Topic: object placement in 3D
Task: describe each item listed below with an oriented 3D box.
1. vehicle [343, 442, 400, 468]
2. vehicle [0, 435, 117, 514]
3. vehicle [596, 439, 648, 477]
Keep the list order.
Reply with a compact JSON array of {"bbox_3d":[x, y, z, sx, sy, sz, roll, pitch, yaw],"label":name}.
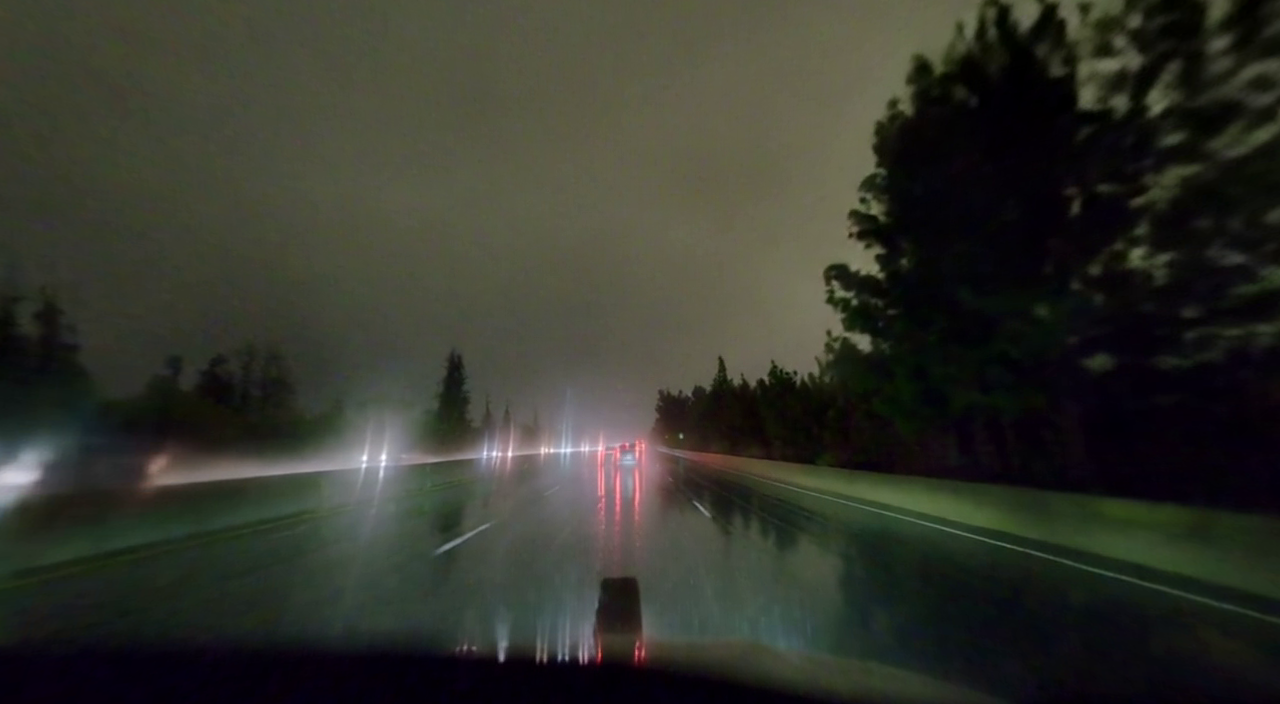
[{"bbox_3d":[-17.879,6.885,41.939,1.919,1.589,4.272,0,-9,-1],"label":"vehicle"},{"bbox_3d":[-13.287,2.469,12.730,1.869,1.513,4.031,0,-9,-1],"label":"vehicle"},{"bbox_3d":[-0.763,4.639,27.643,2.095,1.537,4.017,0,-9,-1],"label":"vehicle"}]
